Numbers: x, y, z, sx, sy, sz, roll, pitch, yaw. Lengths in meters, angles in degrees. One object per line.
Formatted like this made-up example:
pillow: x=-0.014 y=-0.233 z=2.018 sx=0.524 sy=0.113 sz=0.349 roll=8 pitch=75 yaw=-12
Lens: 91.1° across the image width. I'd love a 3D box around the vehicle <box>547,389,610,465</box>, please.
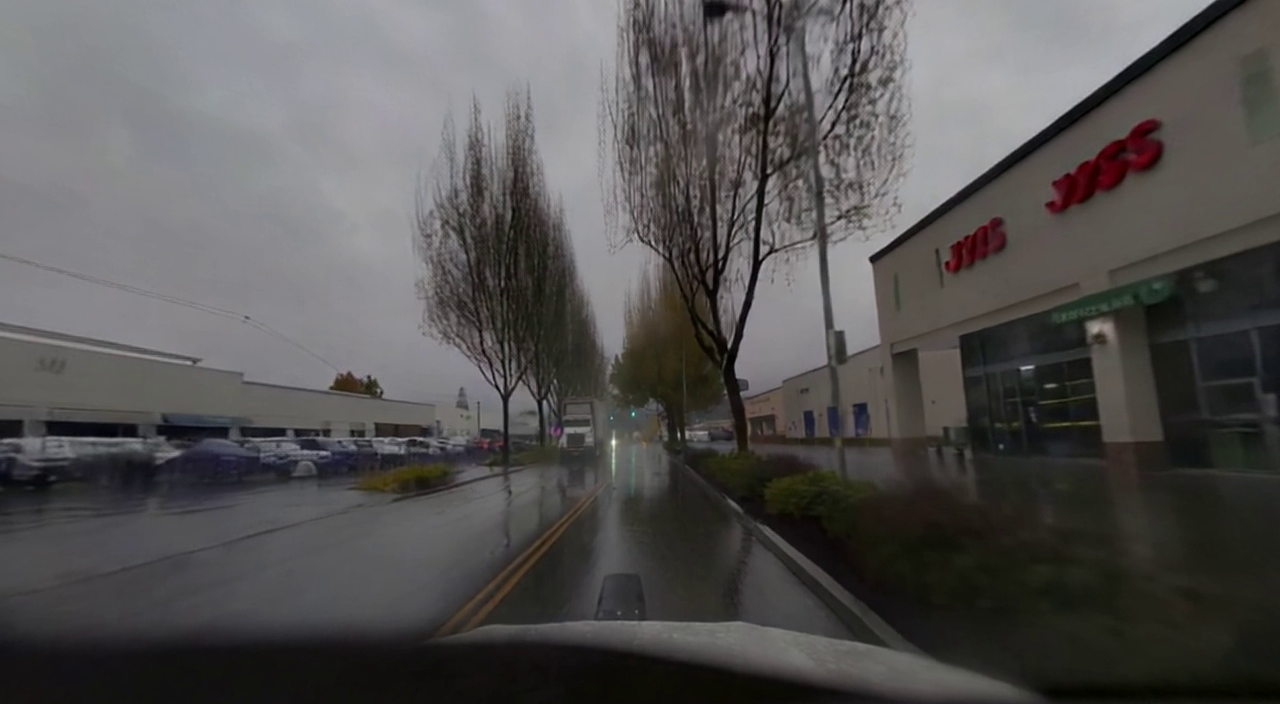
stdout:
vehicle: x=-4.279 y=5.700 z=47.558 sx=2.976 sy=4.754 sz=15.127 roll=-1 pitch=-7 yaw=1
